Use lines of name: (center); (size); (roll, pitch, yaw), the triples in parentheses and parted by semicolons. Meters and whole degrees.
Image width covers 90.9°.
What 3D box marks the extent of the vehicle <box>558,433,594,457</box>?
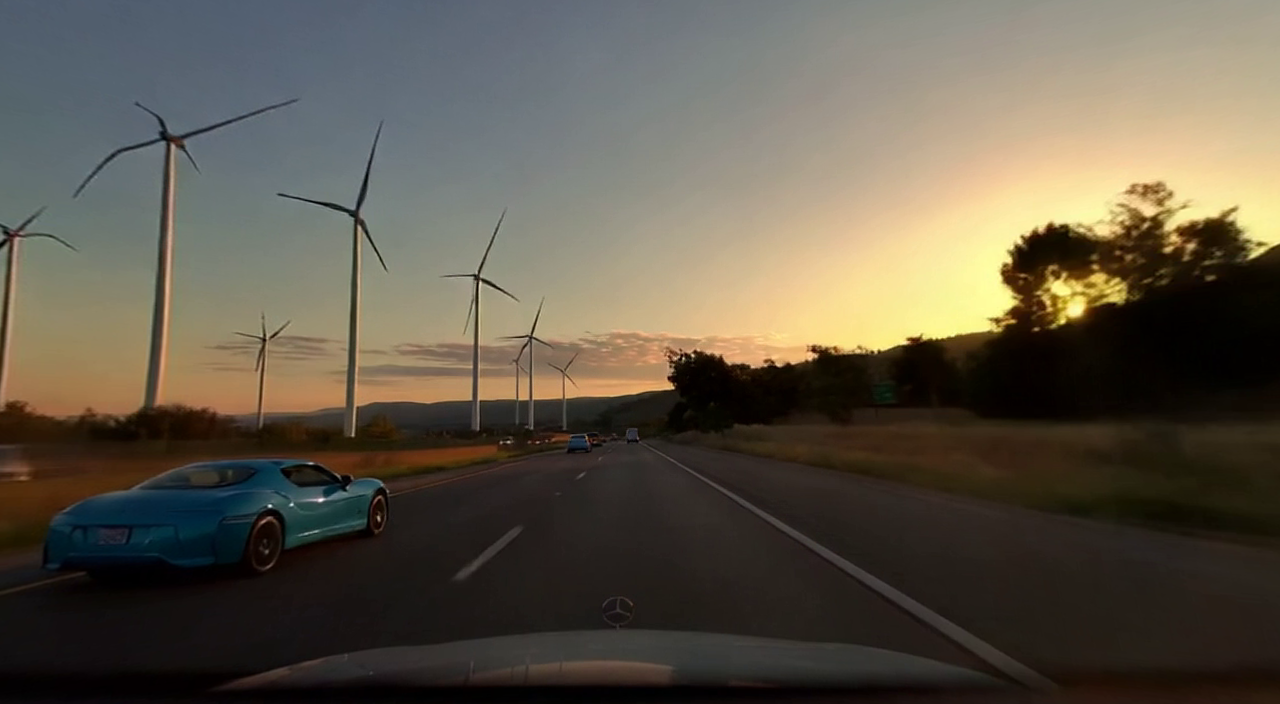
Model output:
vehicle: (-4.095, 5.984, 40.649); (2.024, 1.456, 3.754); (0, -8, -1)

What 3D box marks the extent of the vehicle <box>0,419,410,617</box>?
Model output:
vehicle: (-4.177, 1.483, 6.691); (1.969, 1.413, 4.194); (0, -8, -1)
